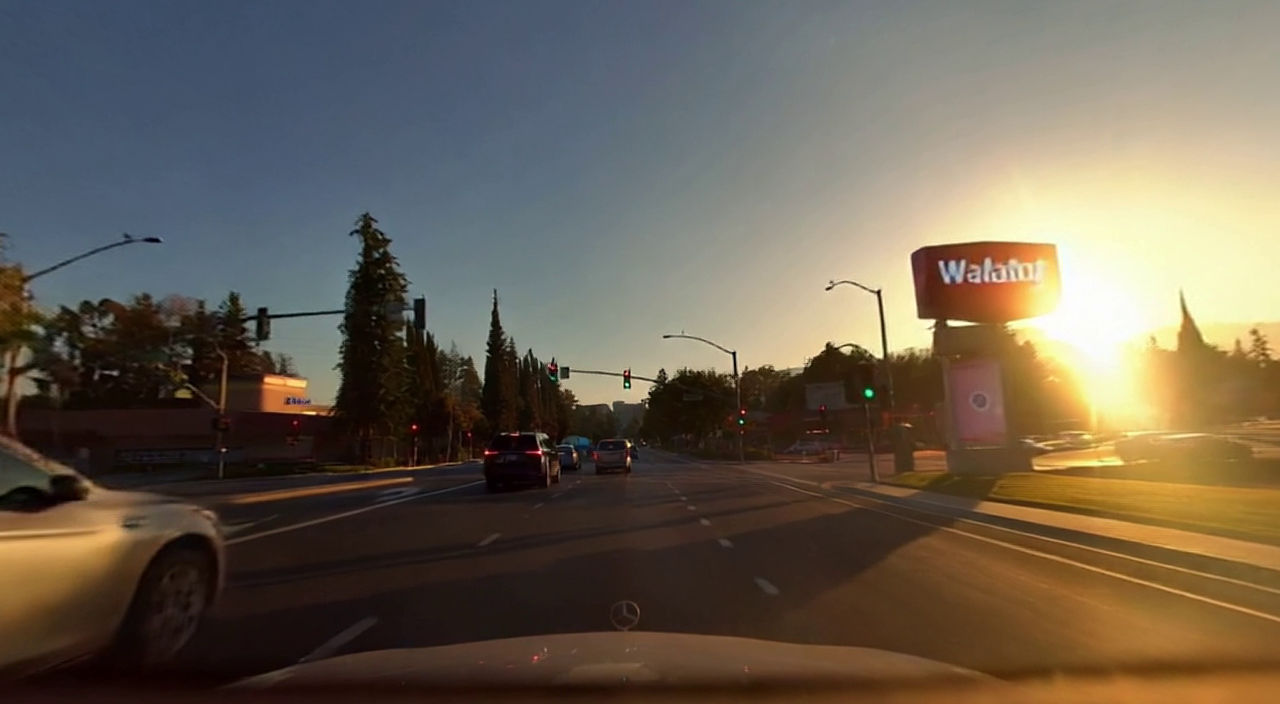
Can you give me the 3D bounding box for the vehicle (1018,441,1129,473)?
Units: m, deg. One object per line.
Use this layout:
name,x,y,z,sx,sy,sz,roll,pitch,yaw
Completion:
vehicle,21.659,5.250,31.683,4.317,1.430,1.782,-1,-8,-5

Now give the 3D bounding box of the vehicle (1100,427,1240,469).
vehicle,26.610,4.849,31.867,5.039,1.877,2.076,-2,-8,0

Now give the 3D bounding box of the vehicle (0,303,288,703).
vehicle,-3.657,0.683,2.039,2.159,1.877,4.925,0,-9,0

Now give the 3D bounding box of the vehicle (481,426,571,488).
vehicle,-4.001,3.814,23.251,2.252,1.999,5.605,0,-8,0

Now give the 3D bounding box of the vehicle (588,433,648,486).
vehicle,-0.789,4.008,23.866,2.061,1.809,4.141,0,-8,0
